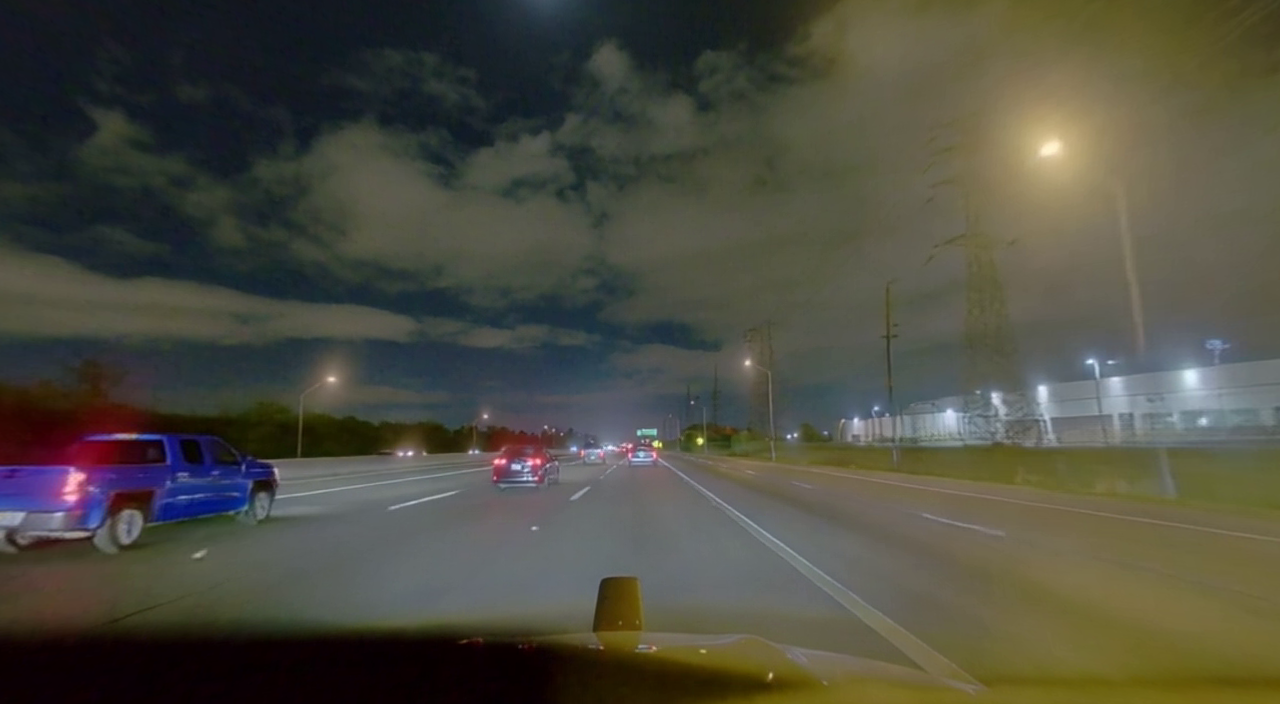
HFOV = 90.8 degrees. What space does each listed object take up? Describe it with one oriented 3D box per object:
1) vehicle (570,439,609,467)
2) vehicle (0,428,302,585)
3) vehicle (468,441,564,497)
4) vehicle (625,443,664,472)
[{"bbox_3d":[-3.337,6.833,42.983,2.244,1.752,4.439,0,-9,1],"label":"vehicle"},{"bbox_3d":[-6.872,1.853,8.537,1.959,1.496,4.740,0,-9,0],"label":"vehicle"},{"bbox_3d":[-3.519,3.395,18.773,1.938,1.444,4.206,0,-9,1],"label":"vehicle"},{"bbox_3d":[0.266,5.841,35.232,2.030,1.471,4.115,0,-9,0],"label":"vehicle"}]
